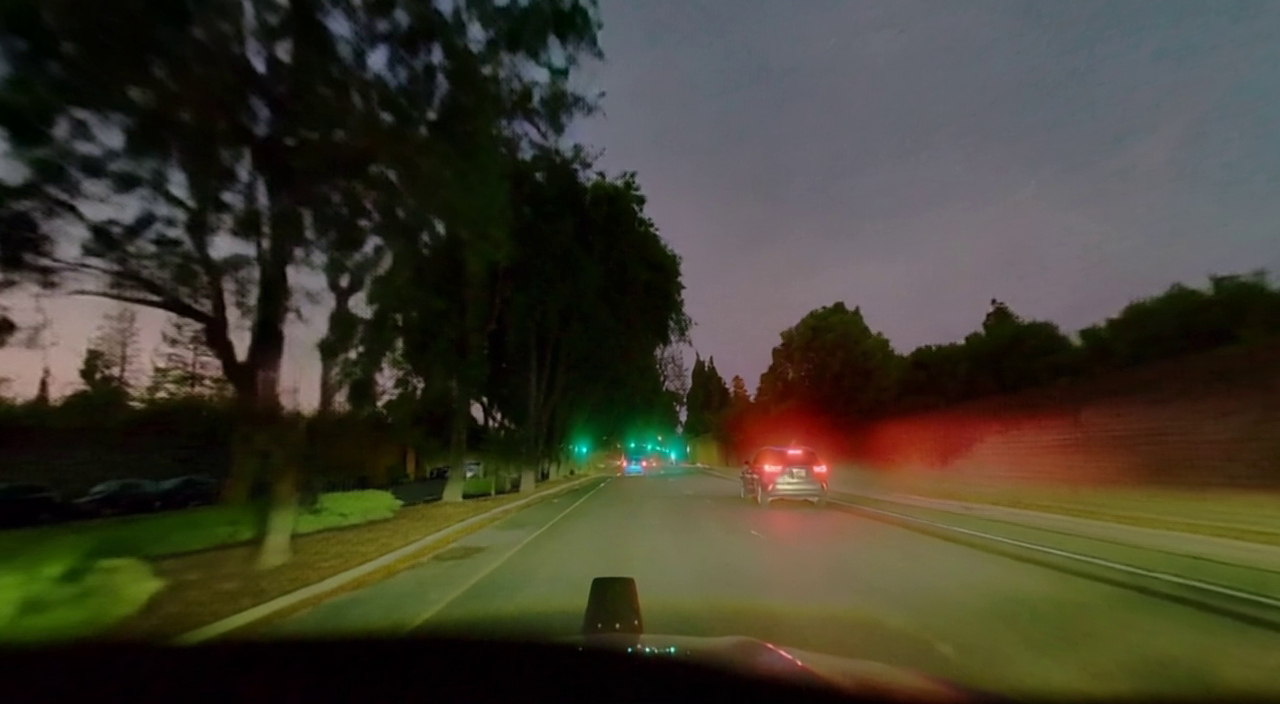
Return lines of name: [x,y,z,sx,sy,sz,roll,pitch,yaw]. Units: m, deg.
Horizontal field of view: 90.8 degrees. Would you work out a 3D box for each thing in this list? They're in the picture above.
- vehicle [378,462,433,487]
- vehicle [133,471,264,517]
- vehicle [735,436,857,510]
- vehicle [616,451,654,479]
vehicle: [-17.319,9.038,46.857,2.184,1.697,4.826,-1,-10,0]
vehicle: [-17.256,5.543,25.031,2.012,1.597,4.366,-1,-10,0]
vehicle: [4.101,3.299,17.505,2.155,1.752,4.456,0,-10,-1]
vehicle: [-0.345,7.560,42.250,2.391,1.739,3.837,0,-10,0]
